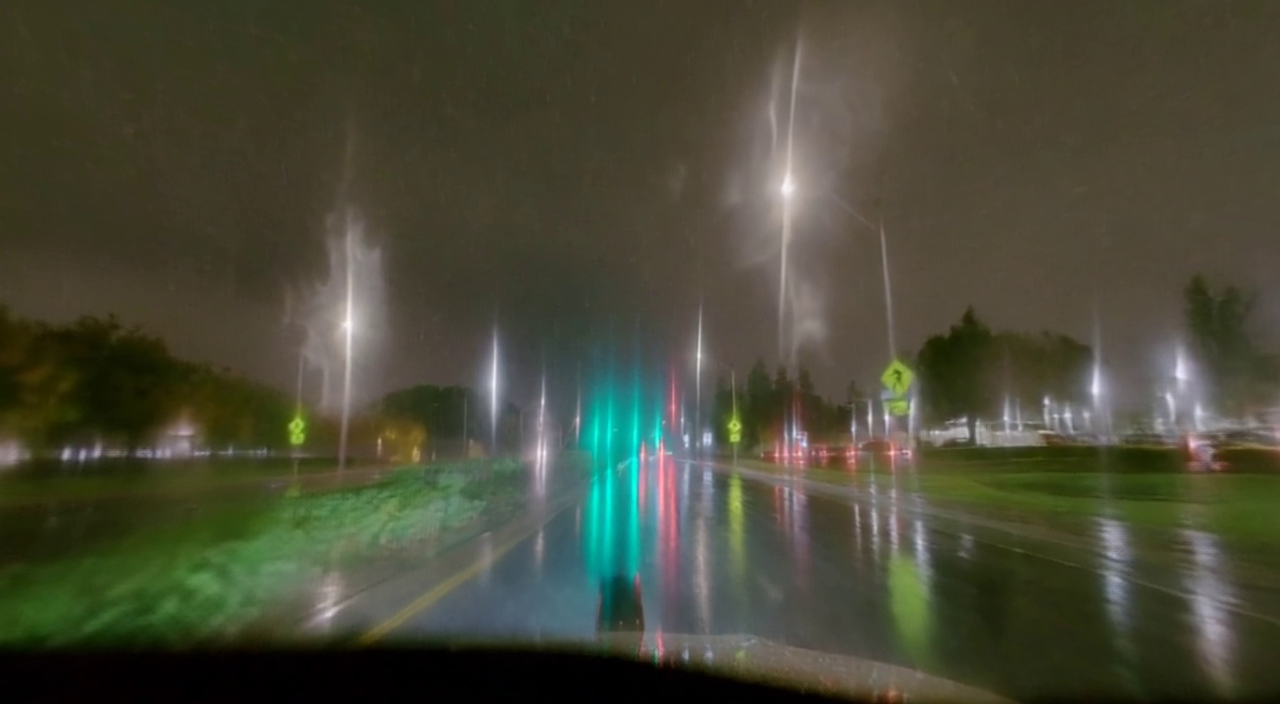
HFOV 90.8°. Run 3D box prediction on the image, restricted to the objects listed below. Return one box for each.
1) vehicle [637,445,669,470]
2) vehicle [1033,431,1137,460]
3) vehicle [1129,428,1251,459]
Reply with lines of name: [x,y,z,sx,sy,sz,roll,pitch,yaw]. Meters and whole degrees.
vehicle: [0.864,7.378,44.331,2.158,1.600,3.865,0,-9,-1]
vehicle: [26.821,5.679,38.399,2.143,1.623,5.235,0,-8,-6]
vehicle: [27.776,4.677,32.137,1.847,1.451,4.470,1,-9,-8]
